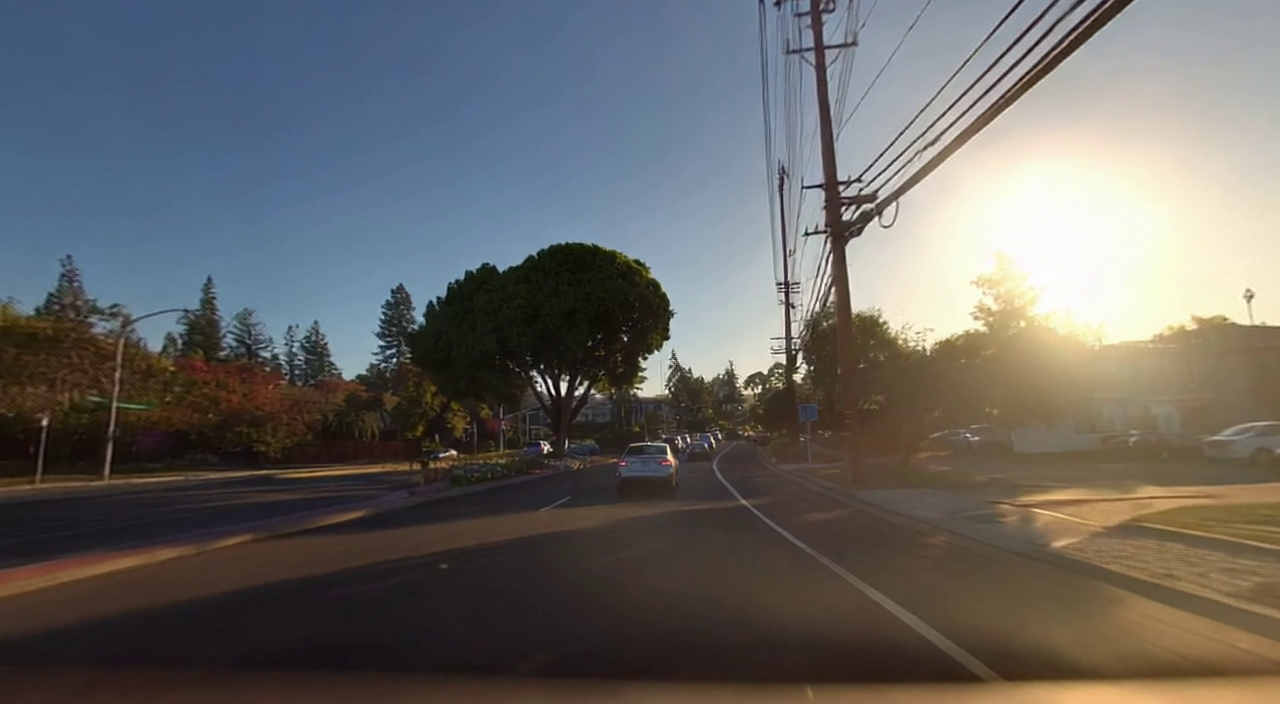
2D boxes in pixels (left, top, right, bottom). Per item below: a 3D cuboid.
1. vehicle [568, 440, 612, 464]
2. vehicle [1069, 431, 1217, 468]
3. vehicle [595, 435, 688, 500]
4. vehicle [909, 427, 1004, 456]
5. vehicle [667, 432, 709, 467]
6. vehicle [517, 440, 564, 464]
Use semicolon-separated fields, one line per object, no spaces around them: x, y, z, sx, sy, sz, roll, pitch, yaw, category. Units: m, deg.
-3.237;6.567;41.497;1.928;1.493;4.289;-2;-9;9;vehicle
21.272;4.163;26.804;4.497;1.460;1.851;-2;-10;5;vehicle
0.176;2.981;16.559;2.117;1.474;4.036;-1;-9;5;vehicle
19.412;5.550;38.857;4.739;1.708;1.976;-2;-9;8;vehicle
2.900;5.768;37.292;2.158;1.939;4.935;-2;-9;8;vehicle
-6.585;6.677;42.159;1.983;1.485;4.159;-1;-9;7;vehicle
